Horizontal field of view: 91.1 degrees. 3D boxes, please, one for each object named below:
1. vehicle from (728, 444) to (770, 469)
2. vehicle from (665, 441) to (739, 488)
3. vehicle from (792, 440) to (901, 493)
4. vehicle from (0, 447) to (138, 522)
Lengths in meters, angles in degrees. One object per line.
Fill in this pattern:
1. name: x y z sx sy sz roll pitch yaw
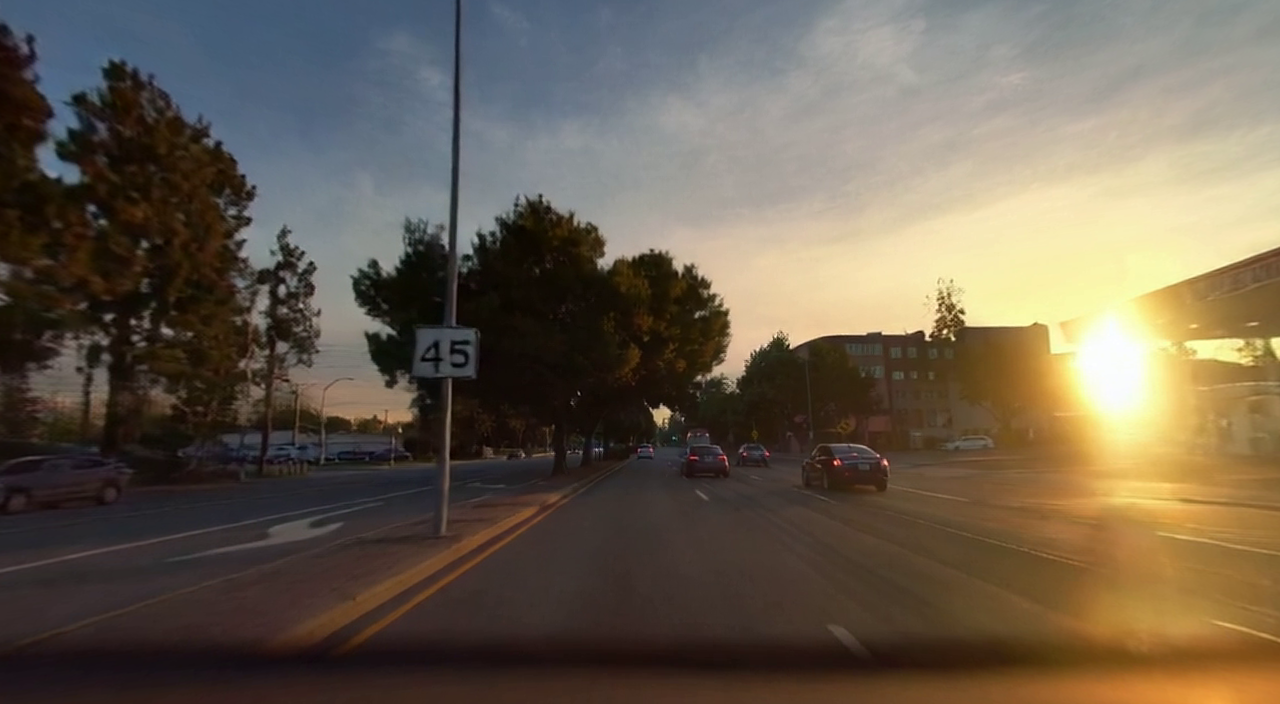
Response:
1. vehicle: 7.009 6.725 40.691 1.930 1.479 4.477 0 -8 0
2. vehicle: 2.091 3.962 22.517 1.971 1.479 4.493 0 -8 -3
3. vehicle: 6.399 3.582 20.053 1.918 1.484 4.456 0 -8 -1
4. vehicle: -15.782 3.270 15.894 2.006 1.714 4.829 0 -8 2
